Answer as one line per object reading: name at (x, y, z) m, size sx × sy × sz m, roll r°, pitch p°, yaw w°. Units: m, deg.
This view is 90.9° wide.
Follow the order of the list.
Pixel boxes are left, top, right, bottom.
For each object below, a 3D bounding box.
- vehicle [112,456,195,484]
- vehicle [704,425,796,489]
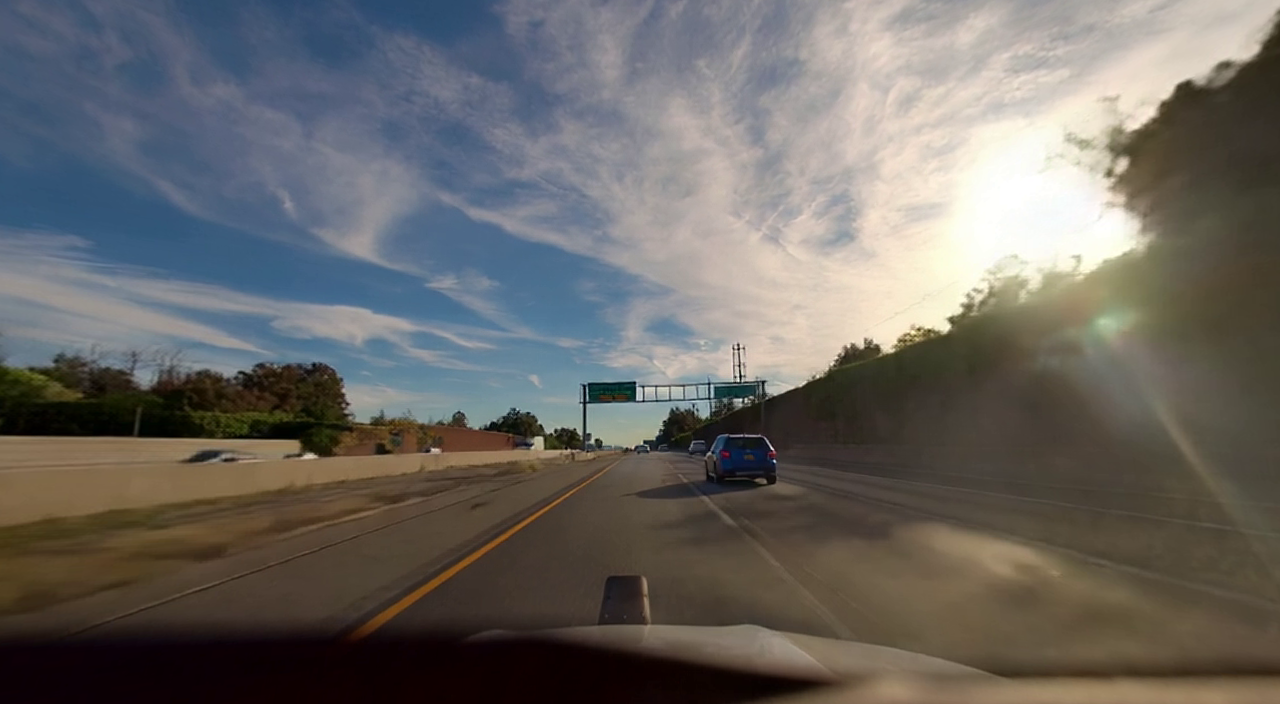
vehicle at (-25.287, 6.121, 32.927) m, size 1.643 × 1.348 × 3.372 m, roll 0°, pitch -8°, yaw 0°
vehicle at (3.374, 3.326, 20.284) m, size 2.120 × 1.832 × 4.287 m, roll 0°, pitch -8°, yaw -1°
